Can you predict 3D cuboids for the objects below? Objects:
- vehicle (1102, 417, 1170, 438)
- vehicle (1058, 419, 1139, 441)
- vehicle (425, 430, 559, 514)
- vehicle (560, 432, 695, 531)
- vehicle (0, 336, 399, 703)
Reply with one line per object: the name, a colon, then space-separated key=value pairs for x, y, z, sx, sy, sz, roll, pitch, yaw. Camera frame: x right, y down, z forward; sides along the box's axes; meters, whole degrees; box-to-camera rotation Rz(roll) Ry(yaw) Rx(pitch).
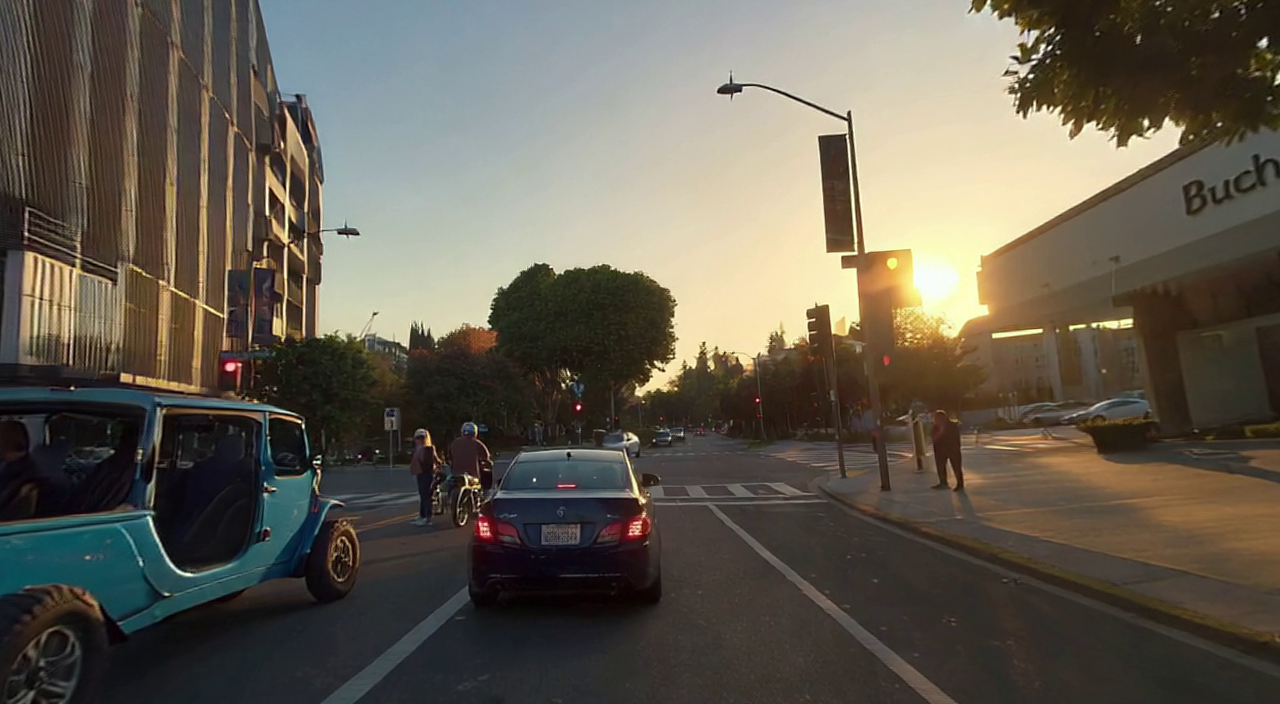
vehicle: x=36.761 y=5.606 z=46.567 sx=1.625 sy=1.449 sz=3.557 roll=6 pitch=-11 yaw=-38
vehicle: x=30.729 y=5.269 z=42.101 sx=1.751 sy=1.420 sz=4.027 roll=8 pitch=-12 yaw=-43
vehicle: x=-3.180 y=2.656 z=14.393 sx=1.935 sy=1.615 sz=4.073 roll=-1 pitch=-8 yaw=2
vehicle: x=-0.158 y=2.256 z=11.534 sx=2.025 sy=1.458 sz=4.085 roll=0 pitch=-8 yaw=1
vehicle: x=-3.608 y=1.130 z=4.442 sx=2.000 sy=1.809 sz=4.405 roll=0 pitch=-8 yaw=0
